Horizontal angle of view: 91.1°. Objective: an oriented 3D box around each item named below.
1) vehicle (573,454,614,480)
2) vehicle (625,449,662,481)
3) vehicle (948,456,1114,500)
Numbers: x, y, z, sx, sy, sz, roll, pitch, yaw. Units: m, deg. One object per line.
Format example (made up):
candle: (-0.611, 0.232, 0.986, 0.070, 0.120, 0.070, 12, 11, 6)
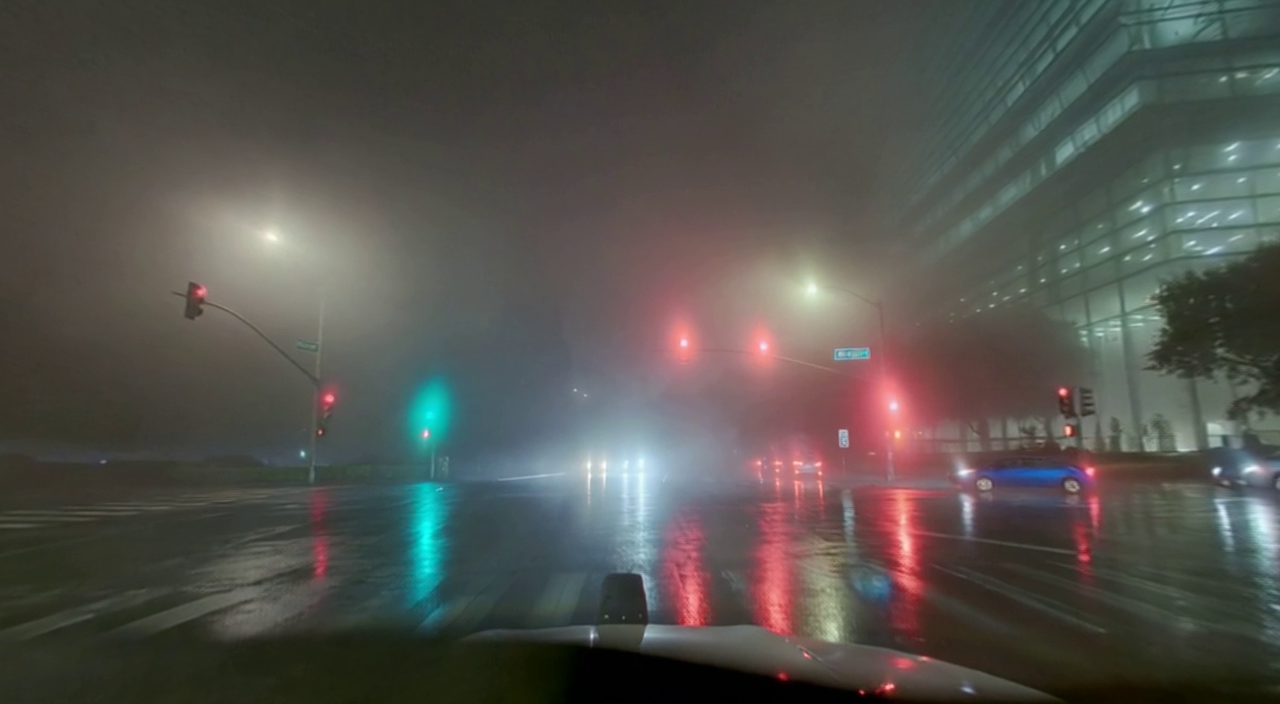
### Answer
vehicle: (-2.886, 7.236, 39.763, 2.068, 1.486, 4.664, 0, -9, 2)
vehicle: (0.250, 6.606, 37.016, 2.018, 1.699, 4.751, 0, -9, 1)
vehicle: (14.643, 4.736, 23.852, 4.896, 1.503, 1.971, -3, -9, 15)
